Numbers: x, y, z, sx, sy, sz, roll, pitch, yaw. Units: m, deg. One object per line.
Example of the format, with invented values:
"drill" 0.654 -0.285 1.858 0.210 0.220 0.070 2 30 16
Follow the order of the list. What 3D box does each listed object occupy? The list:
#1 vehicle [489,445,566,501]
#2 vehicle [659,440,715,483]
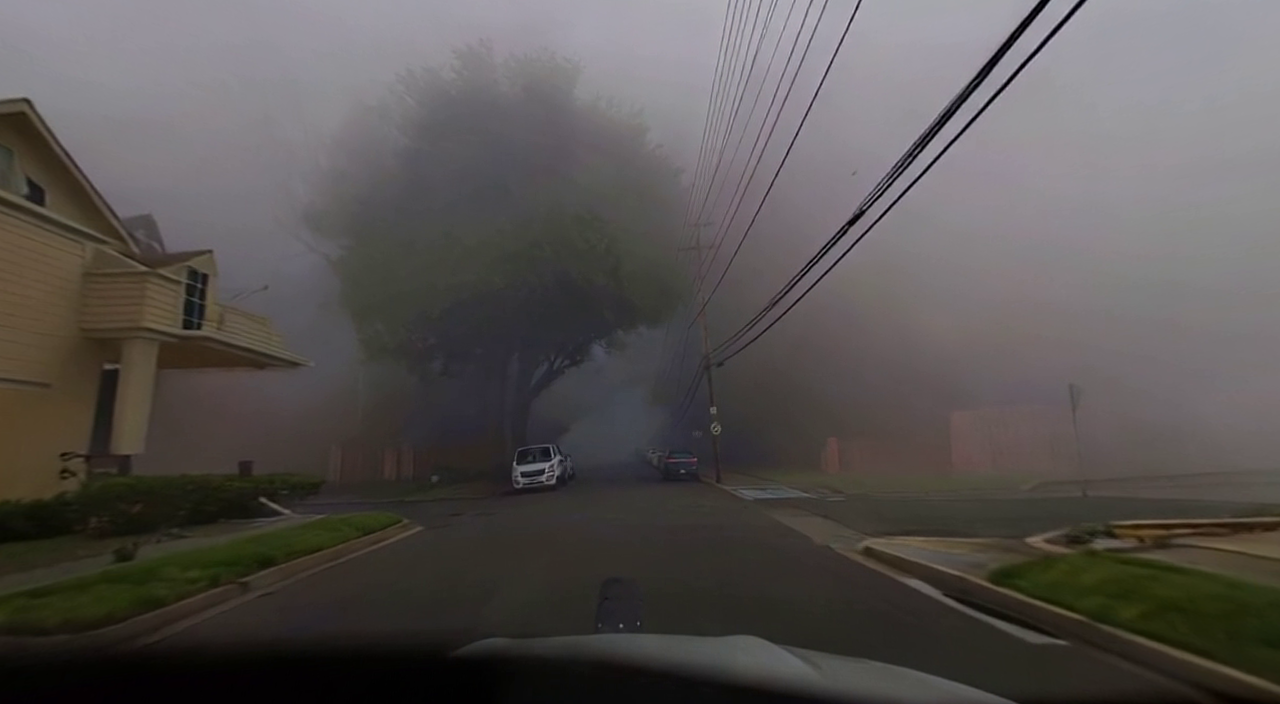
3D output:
"vehicle" -4.070 4.406 23.573 2.082 1.759 4.541 -2 -8 -1
"vehicle" 2.181 5.283 30.847 2.129 1.873 4.471 -1 -8 -3
